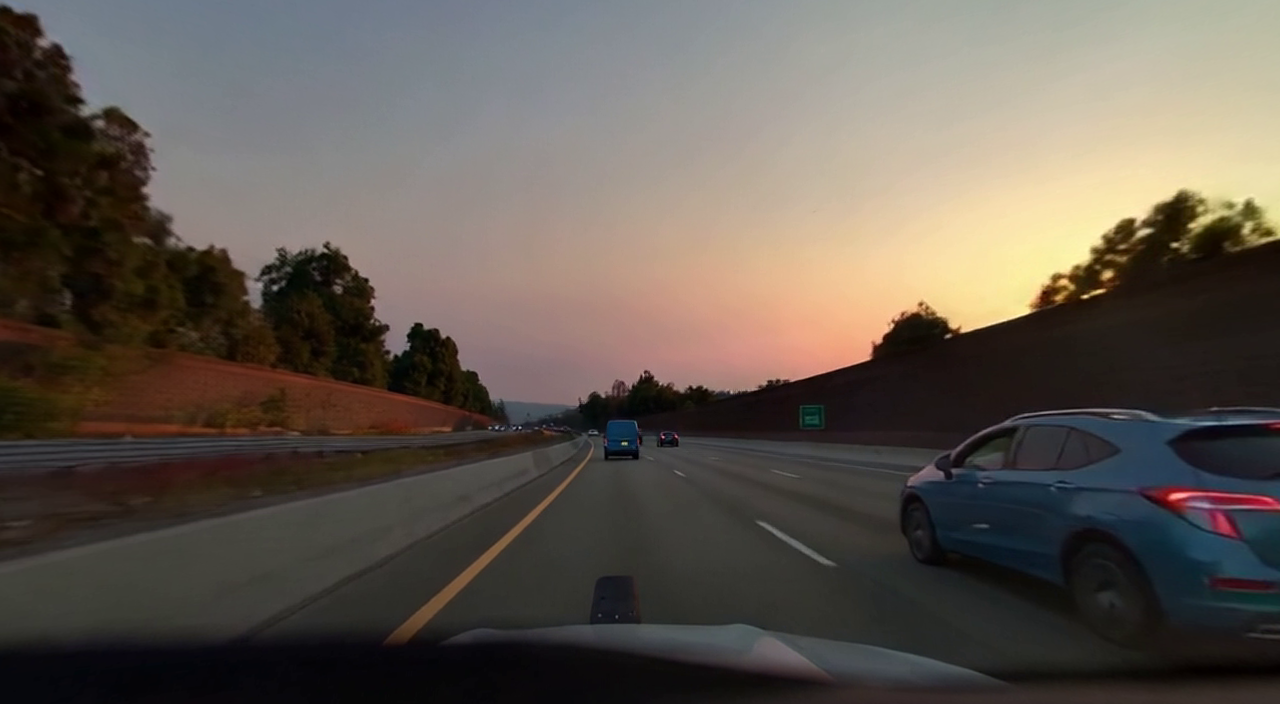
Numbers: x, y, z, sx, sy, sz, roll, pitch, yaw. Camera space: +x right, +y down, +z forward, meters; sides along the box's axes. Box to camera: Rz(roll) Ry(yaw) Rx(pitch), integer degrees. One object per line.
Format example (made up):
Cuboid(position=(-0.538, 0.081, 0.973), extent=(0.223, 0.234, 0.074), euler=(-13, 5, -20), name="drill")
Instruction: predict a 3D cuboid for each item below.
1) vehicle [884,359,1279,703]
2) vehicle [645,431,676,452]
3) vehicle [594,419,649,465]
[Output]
Cuboid(position=(3.442, 1.052, 3.999), extent=(2.078, 1.600, 4.012), euler=(0, -8, -1), name="vehicle")
Cuboid(position=(1.585, 7.024, 49.737), extent=(1.996, 1.589, 3.715), euler=(1, -8, -5), name="vehicle")
Cuboid(position=(-0.920, 4.249, 29.911), extent=(2.403, 1.994, 4.683), euler=(0, -8, -3), name="vehicle")
